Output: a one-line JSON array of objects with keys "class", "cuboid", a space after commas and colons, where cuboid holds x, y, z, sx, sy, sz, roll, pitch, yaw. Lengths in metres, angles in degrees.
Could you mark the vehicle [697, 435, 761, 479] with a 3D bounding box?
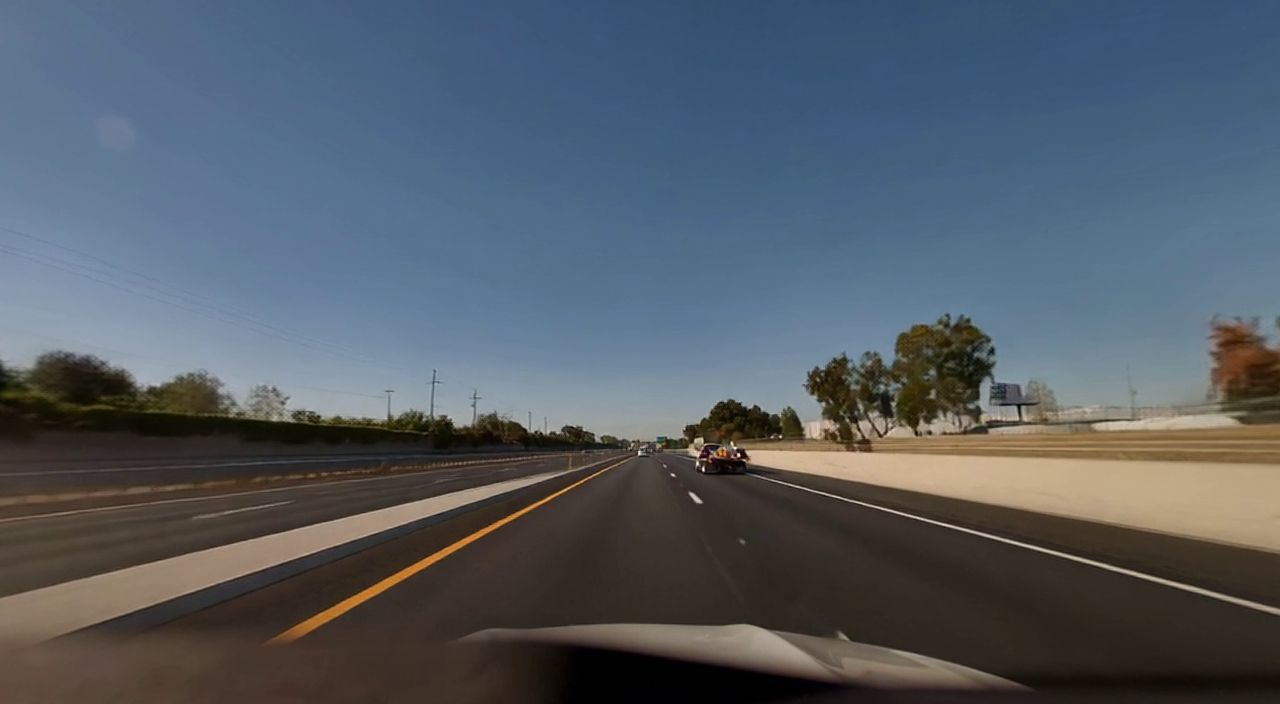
[{"class": "vehicle", "cuboid": [4.387, 5.303, 32.065, 2.309, 2.003, 5.139, 0, -9, -2]}]
